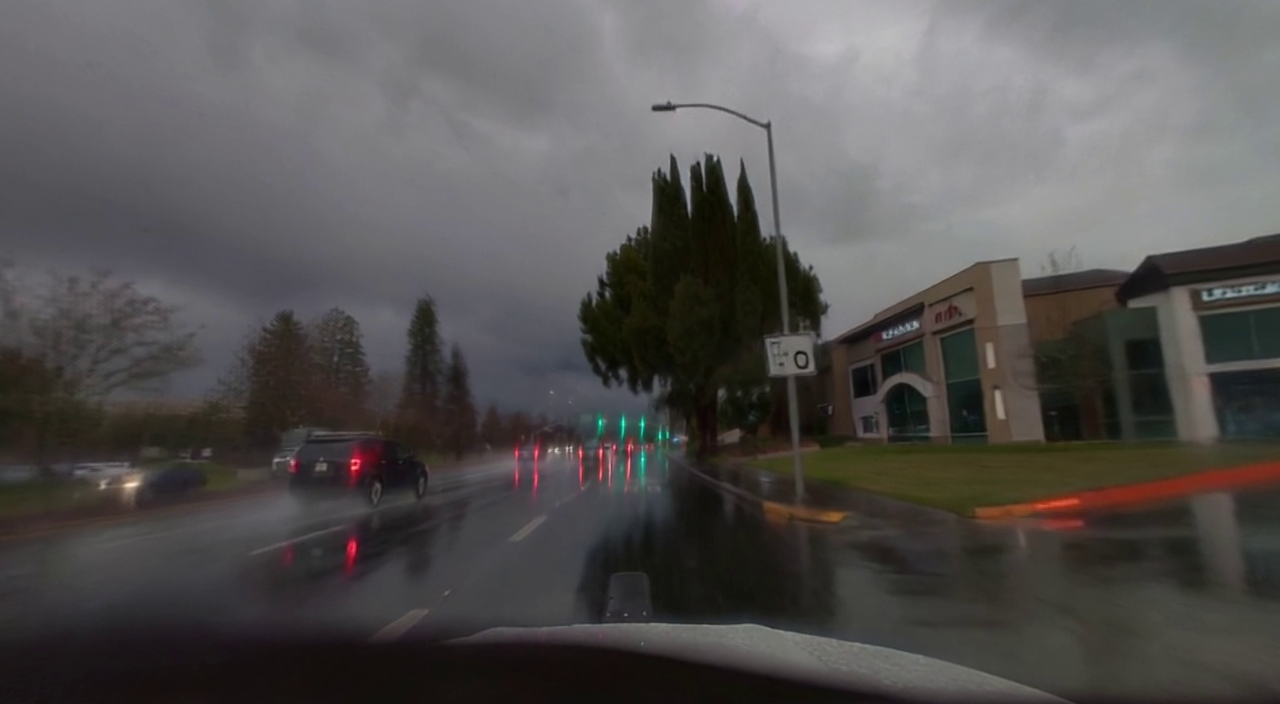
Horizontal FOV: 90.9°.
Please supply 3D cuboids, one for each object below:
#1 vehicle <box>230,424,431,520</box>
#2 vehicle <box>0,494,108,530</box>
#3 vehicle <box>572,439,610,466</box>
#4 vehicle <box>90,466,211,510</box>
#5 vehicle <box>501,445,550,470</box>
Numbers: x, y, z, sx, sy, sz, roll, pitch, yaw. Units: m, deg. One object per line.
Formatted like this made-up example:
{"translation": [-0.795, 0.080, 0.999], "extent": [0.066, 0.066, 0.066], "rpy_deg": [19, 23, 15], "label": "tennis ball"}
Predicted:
{"translation": [-6.789, 2.694, 14.627], "extent": [2.137, 1.835, 4.844], "rpy_deg": [0, -9, 1], "label": "vehicle"}
{"translation": [-18.358, 4.873, 19.319], "extent": [0.944, 0.724, 3.568], "rpy_deg": [1, -9, 2], "label": "vehicle"}
{"translation": [-3.148, 6.566, 41.158], "extent": [2.100, 1.661, 3.837], "rpy_deg": [0, -9, 1], "label": "vehicle"}
{"translation": [-22.070, 6.098, 28.707], "extent": [1.900, 1.467, 4.655], "rpy_deg": [-6, -8, -1], "label": "vehicle"}
{"translation": [-6.827, 6.364, 38.087], "extent": [2.072, 1.427, 4.328], "rpy_deg": [0, -9, 1], "label": "vehicle"}
